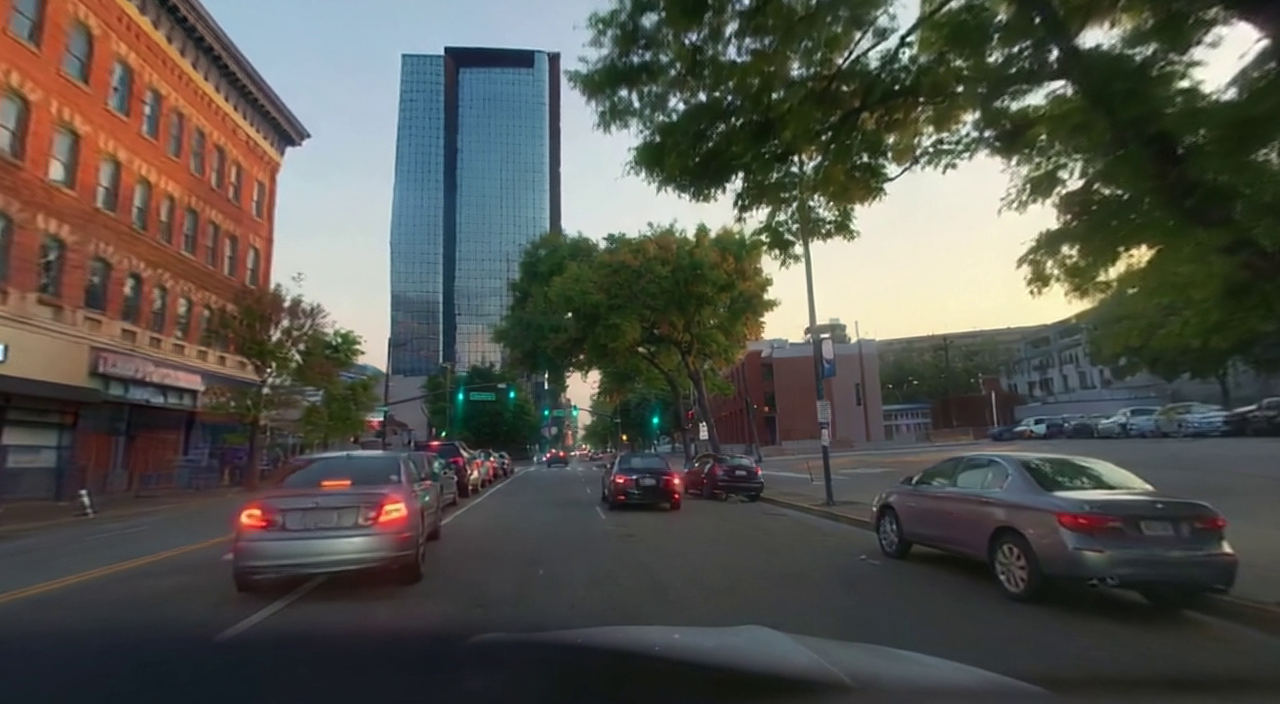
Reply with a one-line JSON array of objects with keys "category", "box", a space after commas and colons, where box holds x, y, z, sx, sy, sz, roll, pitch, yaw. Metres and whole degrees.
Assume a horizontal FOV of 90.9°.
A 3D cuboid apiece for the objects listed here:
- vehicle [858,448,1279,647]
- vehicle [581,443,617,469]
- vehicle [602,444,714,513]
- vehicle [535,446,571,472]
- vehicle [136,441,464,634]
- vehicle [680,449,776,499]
[{"category": "vehicle", "box": [4.322, 1.892, 7.170, 1.986, 1.555, 3.879, 1, -9, -5]}, {"category": "vehicle", "box": [-3.142, 7.772, 47.444, 2.418, 1.816, 4.300, 1, -9, -7]}, {"category": "vehicle", "box": [0.274, 3.097, 16.041, 2.150, 1.464, 4.467, 1, -9, -7]}, {"category": "vehicle", "box": [-5.422, 6.666, 39.532, 2.102, 1.521, 4.078, 1, -9, -7]}, {"category": "vehicle", "box": [-3.248, 1.762, 7.242, 2.169, 1.427, 4.531, 2, -9, -13]}, {"category": "vehicle", "box": [2.784, 3.988, 21.087, 1.956, 1.446, 4.537, 1, -9, -8]}]
